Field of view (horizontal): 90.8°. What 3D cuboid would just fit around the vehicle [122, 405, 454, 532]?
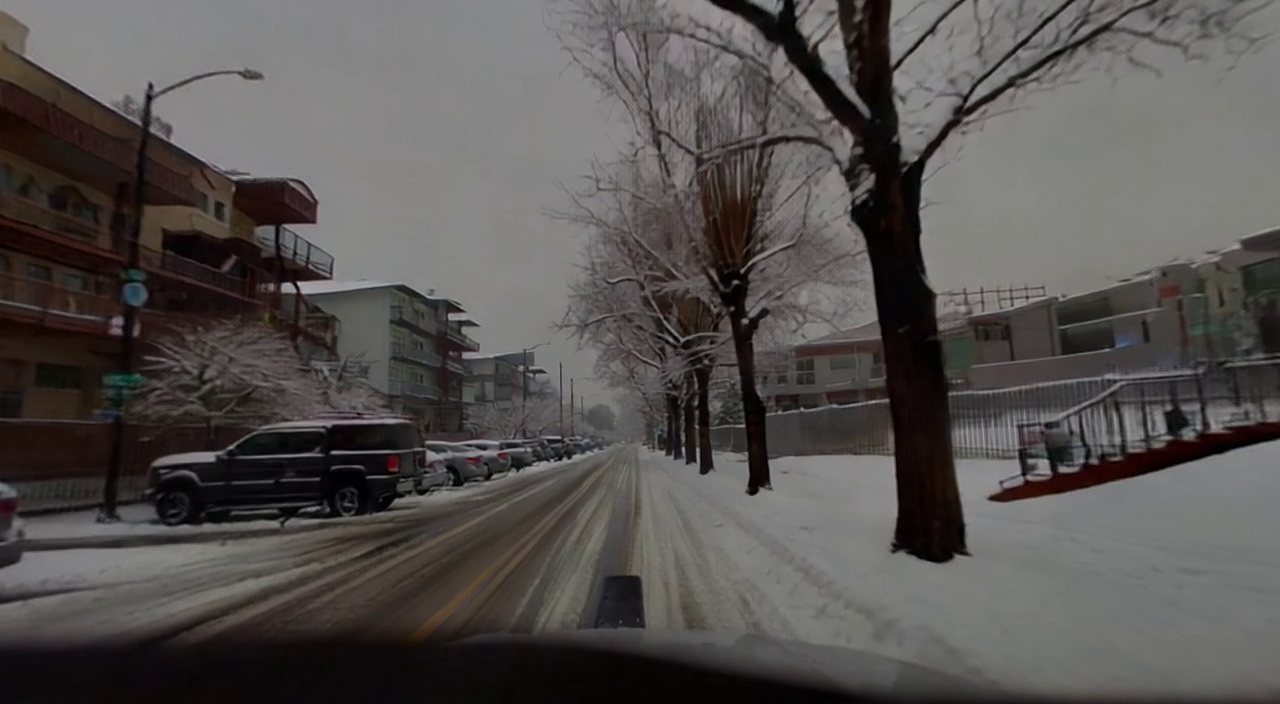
[{"bbox_3d":[-7.216,2.451,13.649,5.592,2.439,2.515,0,-9,-1],"label":"vehicle"}]
